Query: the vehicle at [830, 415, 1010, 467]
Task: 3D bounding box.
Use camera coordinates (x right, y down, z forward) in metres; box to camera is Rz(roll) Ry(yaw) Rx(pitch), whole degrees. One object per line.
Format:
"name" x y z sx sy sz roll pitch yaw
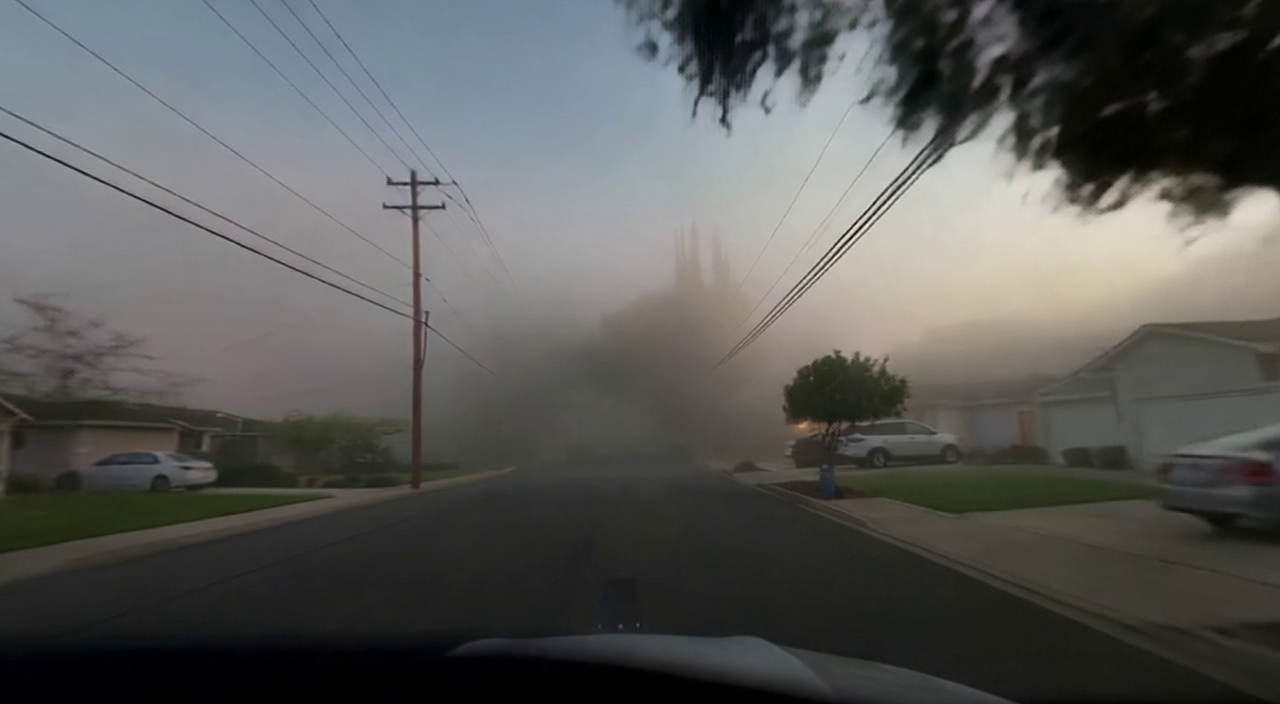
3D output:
"vehicle" 11.048 3.568 25.299 5.968 1.963 2.573 1 -8 -3

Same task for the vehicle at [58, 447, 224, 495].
"vehicle" -17.904 4.256 22.828 4.304 1.643 1.969 0 -8 1

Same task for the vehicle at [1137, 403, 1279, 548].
"vehicle" 9.249 1.370 7.741 4.575 1.569 1.924 -3 -8 1
